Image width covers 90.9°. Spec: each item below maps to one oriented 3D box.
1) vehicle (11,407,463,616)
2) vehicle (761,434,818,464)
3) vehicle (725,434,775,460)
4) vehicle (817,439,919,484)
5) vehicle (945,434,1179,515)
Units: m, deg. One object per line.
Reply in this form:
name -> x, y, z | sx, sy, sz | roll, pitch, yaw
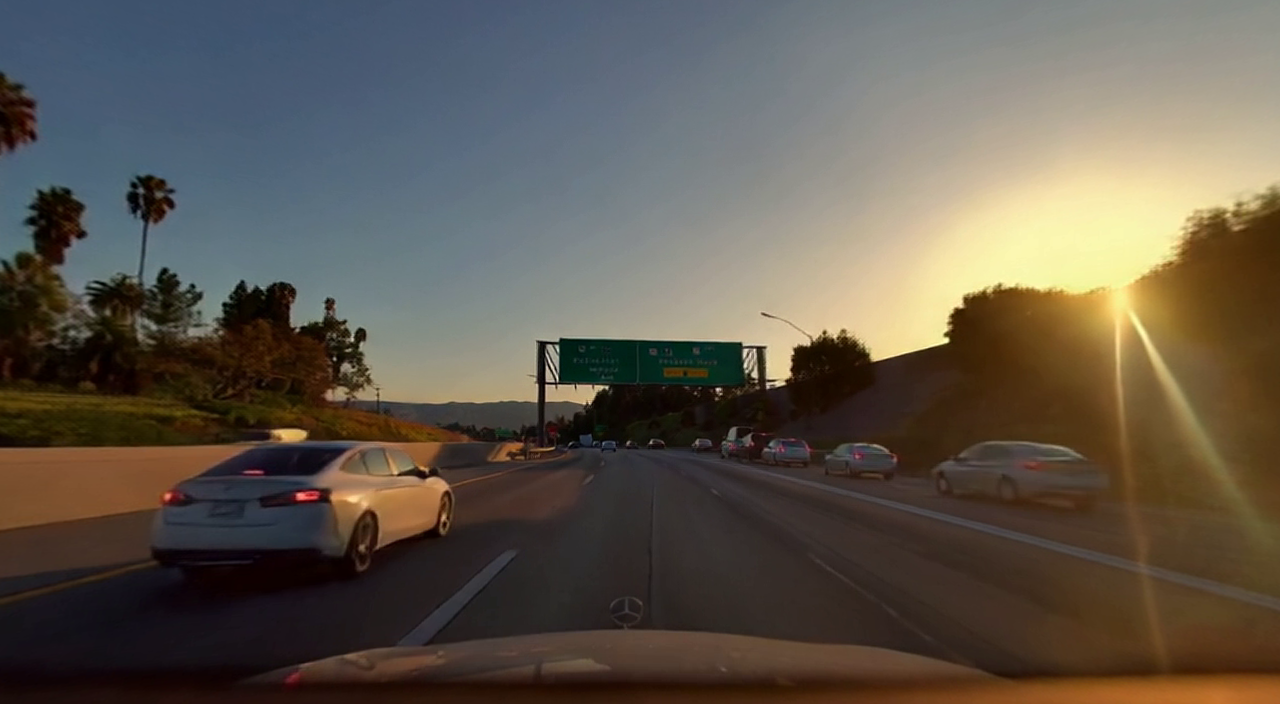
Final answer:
vehicle -> -3.609, 1.495, 6.858 | 2.109, 1.536, 4.174 | 0, -8, 0
vehicle -> 8.370, 5.482, 35.785 | 1.957, 1.584, 4.272 | 0, -8, -4
vehicle -> 7.598, 6.664, 44.350 | 2.345, 1.637, 5.558 | 0, -8, -2
vehicle -> 8.300, 4.008, 23.444 | 1.984, 1.477, 4.385 | 0, -8, -2
vehicle -> 8.860, 2.589, 13.903 | 1.922, 1.456, 4.626 | 0, -8, -1
